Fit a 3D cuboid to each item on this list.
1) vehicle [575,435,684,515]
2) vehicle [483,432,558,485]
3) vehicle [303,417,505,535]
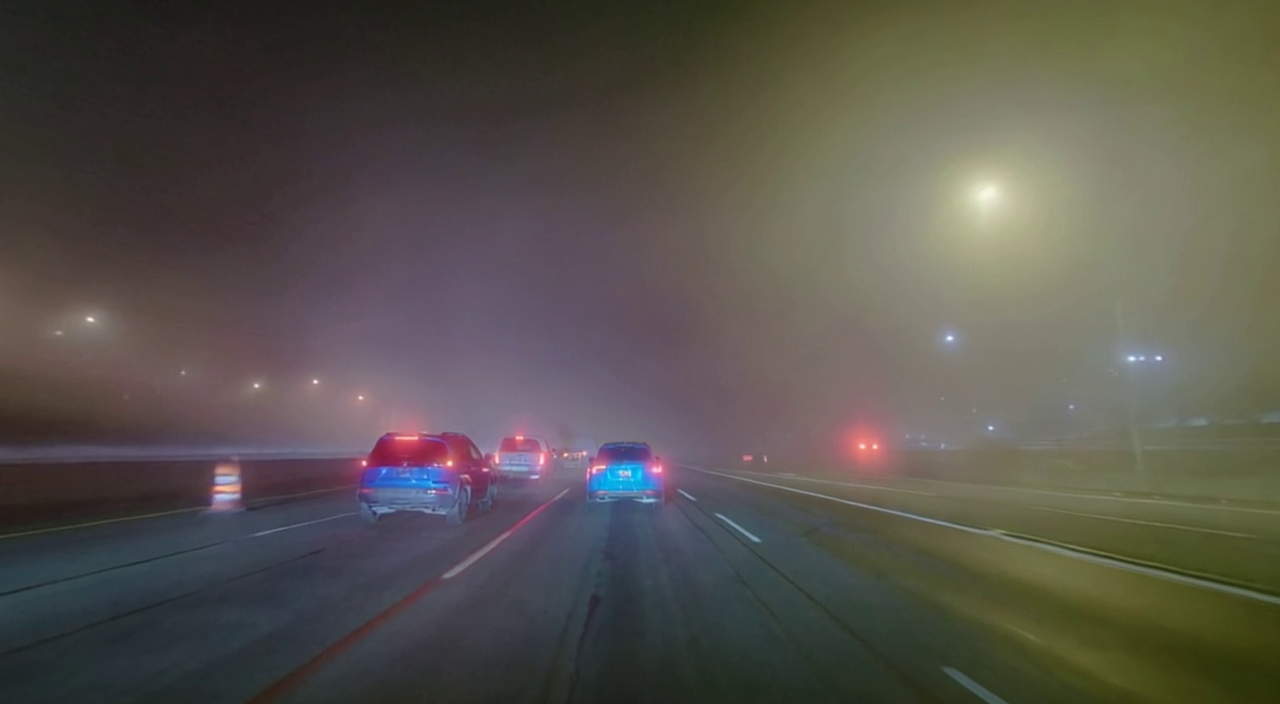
[{"bbox_3d":[-0.256,2.631,14.013,2.069,1.484,3.982,0,-9,-2],"label":"vehicle"},{"bbox_3d":[-4.209,3.809,22.855,1.982,1.727,4.057,0,-9,-1],"label":"vehicle"},{"bbox_3d":[-3.892,2.120,11.345,2.025,1.708,4.089,0,-9,0],"label":"vehicle"}]
